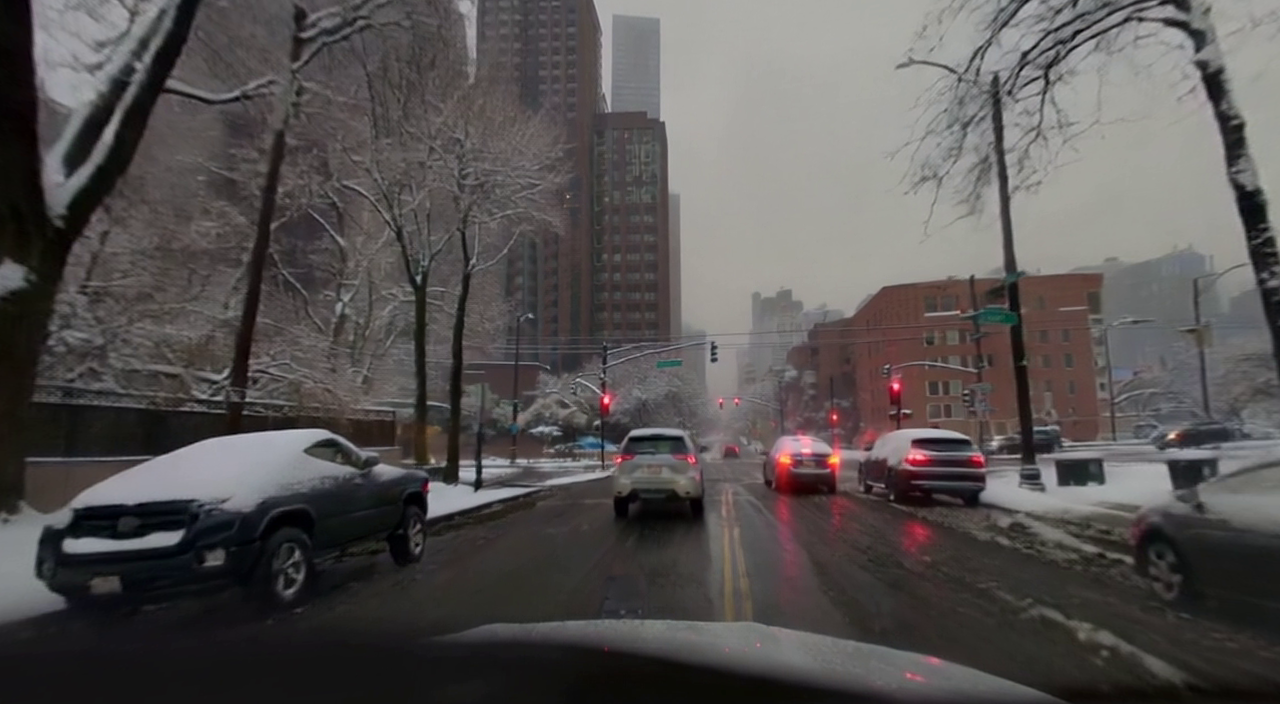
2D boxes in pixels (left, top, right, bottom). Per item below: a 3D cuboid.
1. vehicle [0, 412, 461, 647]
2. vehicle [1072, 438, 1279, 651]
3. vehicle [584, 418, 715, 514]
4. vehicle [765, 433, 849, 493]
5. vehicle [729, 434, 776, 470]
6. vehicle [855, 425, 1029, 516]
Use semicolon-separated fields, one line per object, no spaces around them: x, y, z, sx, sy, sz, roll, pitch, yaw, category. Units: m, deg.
-3.989;1.701;7.233;2.013;1.772;4.439;-2;-9;9;vehicle
5.354;1.336;4.466;1.937;1.442;4.338;-1;-8;7;vehicle
0.465;2.609;14.967;2.333;1.832;5.200;-2;-9;9;vehicle
5.017;3.378;19.521;2.111;1.619;4.077;-2;-9;10;vehicle
5.660;5.094;32.352;2.111;1.705;4.093;-1;-8;7;vehicle
7.057;2.802;15.602;2.093;1.815;5.441;-1;-8;6;vehicle
